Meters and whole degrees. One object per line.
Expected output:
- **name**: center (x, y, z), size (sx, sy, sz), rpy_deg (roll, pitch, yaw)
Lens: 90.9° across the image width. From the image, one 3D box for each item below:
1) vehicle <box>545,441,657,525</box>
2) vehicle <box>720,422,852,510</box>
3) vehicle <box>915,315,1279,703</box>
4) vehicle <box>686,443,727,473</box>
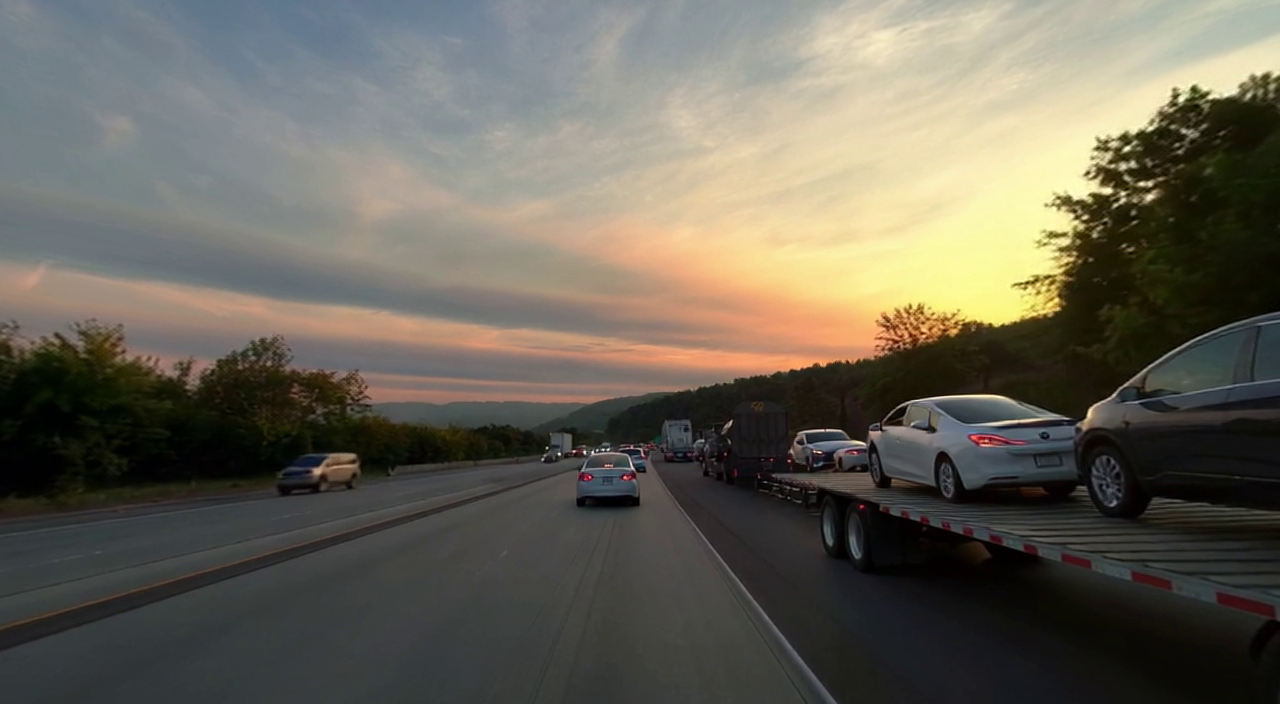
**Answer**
- **vehicle**: center (-0.686, 2.614, 13.082), size (1.991, 1.466, 3.675), rpy_deg (0, -9, 0)
- **vehicle**: center (3.406, 2.773, 15.615), size (2.303, 1.889, 3.920), rpy_deg (0, -9, 0)
- **vehicle**: center (3.476, 0.899, 3.377), size (1.959, 1.783, 4.407), rpy_deg (0, -9, 0)
- **vehicle**: center (3.916, 6.312, 37.734), size (1.938, 1.660, 4.223), rpy_deg (0, -9, 0)
